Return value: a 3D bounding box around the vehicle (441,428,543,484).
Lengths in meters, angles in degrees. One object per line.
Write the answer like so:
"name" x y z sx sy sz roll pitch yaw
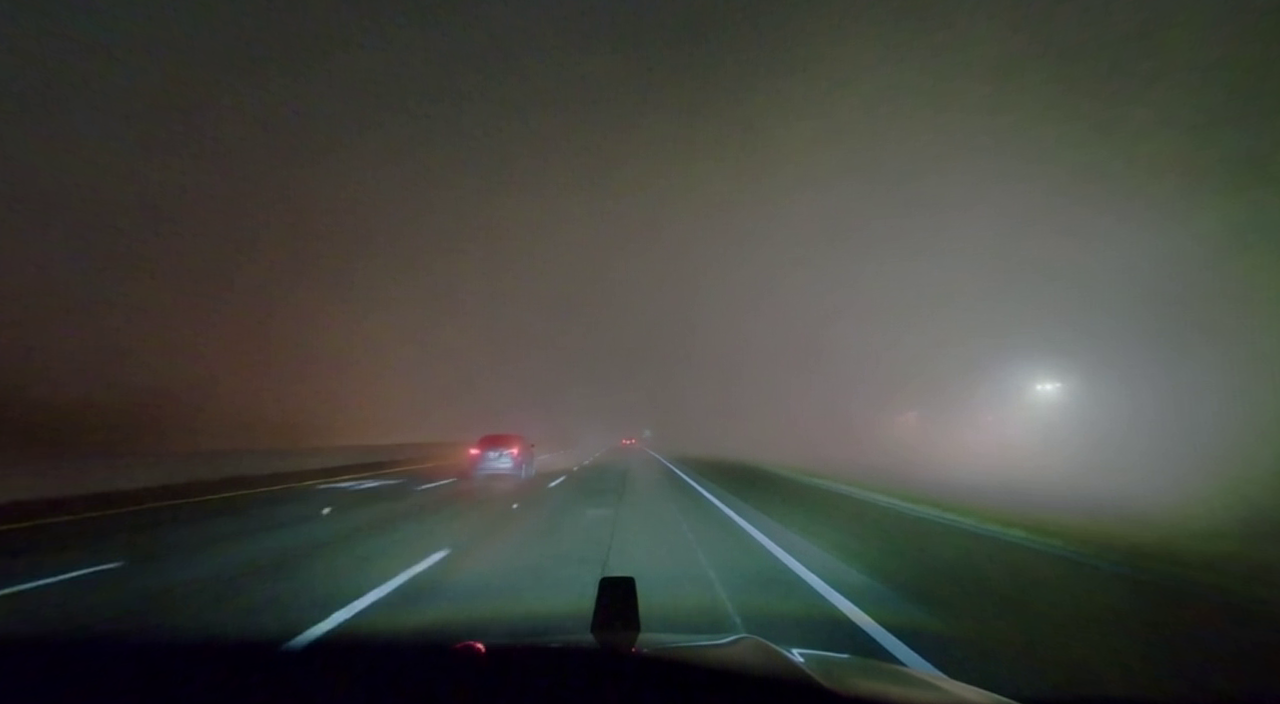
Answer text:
"vehicle" -4.634 3.336 20.562 2.129 1.588 4.980 0 -8 0
